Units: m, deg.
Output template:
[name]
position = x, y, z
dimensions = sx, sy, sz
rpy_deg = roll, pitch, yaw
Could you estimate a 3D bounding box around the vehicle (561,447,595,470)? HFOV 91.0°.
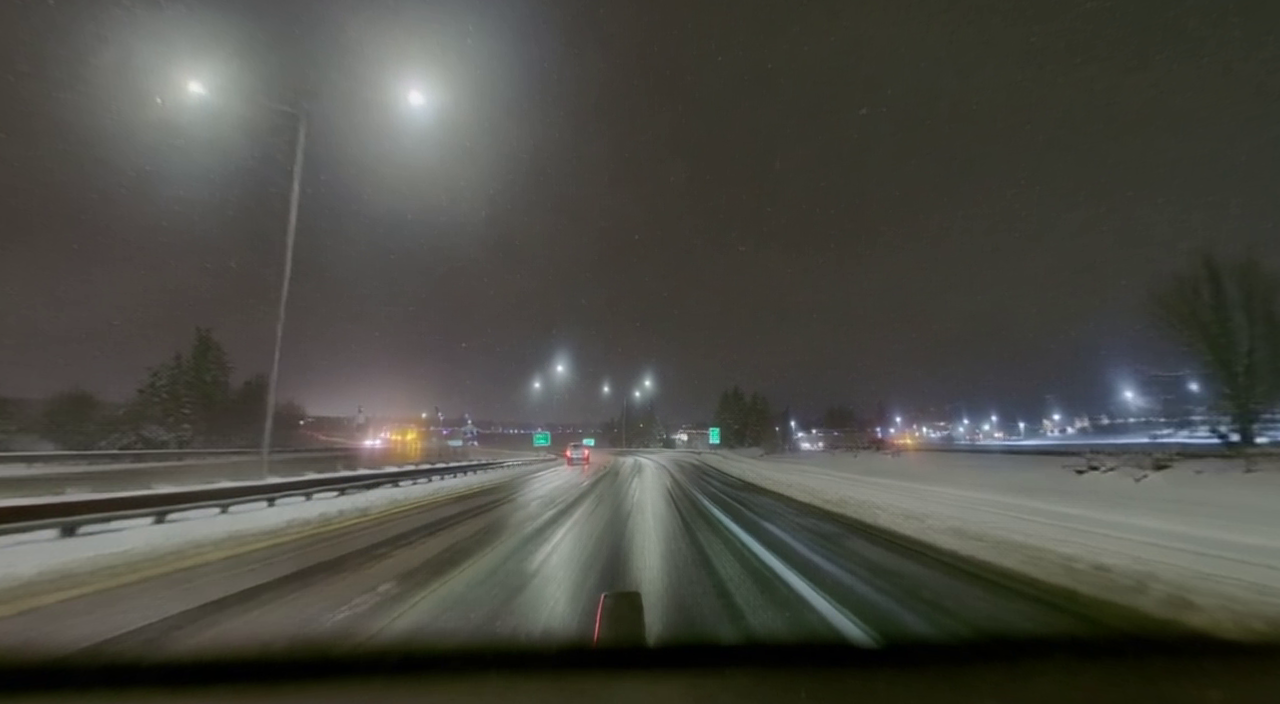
[vehicle]
position = -4.556, 7.922, 46.944
dimensions = 2.234, 1.588, 4.484
rpy_deg = 1, -8, -2
